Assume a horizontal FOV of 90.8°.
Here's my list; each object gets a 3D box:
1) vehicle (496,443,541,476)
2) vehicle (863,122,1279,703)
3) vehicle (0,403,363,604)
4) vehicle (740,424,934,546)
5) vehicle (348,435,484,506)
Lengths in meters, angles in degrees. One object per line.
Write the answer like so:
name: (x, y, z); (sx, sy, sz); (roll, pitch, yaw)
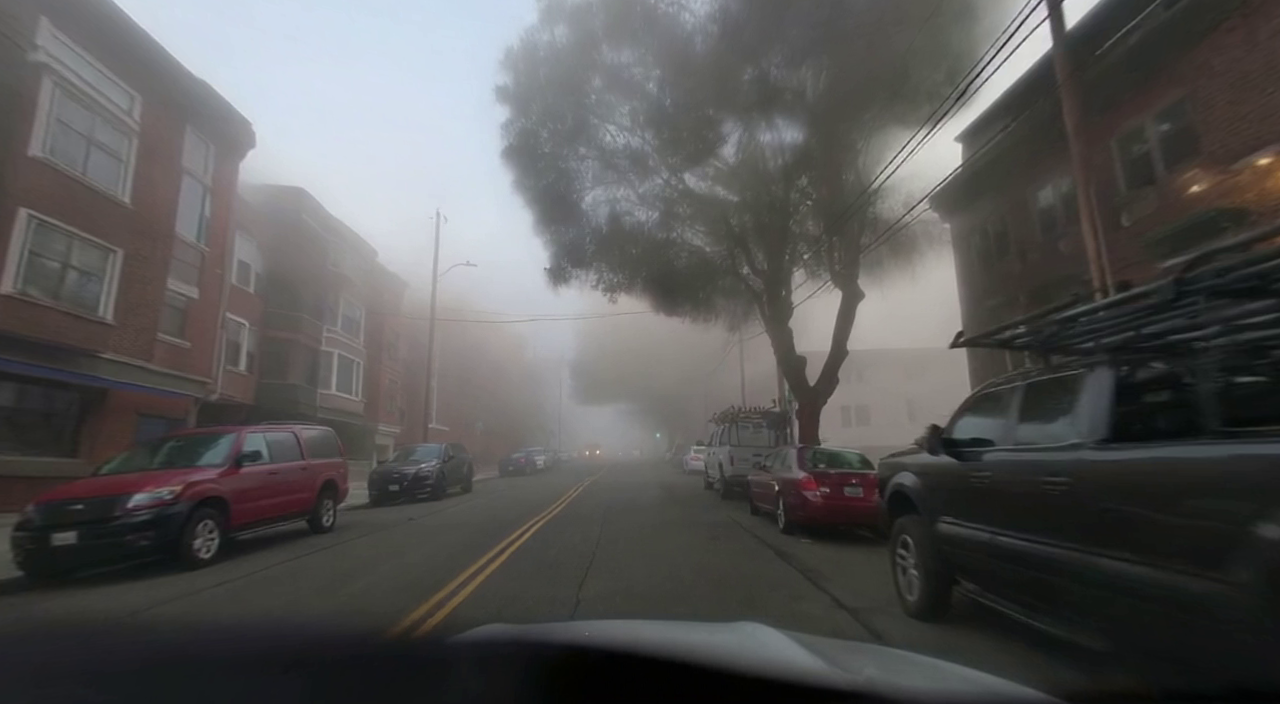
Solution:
vehicle: (-7.037, 6.279, 37.161); (1.930, 1.756, 4.955); (0, -8, -3)
vehicle: (3.467, 0.534, 3.075); (2.458, 2.439, 5.621); (0, -9, -3)
vehicle: (-6.726, 2.067, 9.849); (2.235, 2.119, 6.061); (0, -8, -2)
vehicle: (3.066, 2.148, 10.842); (1.896, 1.675, 4.000); (0, -9, -2)
vehicle: (-6.810, 3.657, 20.074); (2.259, 1.899, 5.643); (0, -8, 0)
